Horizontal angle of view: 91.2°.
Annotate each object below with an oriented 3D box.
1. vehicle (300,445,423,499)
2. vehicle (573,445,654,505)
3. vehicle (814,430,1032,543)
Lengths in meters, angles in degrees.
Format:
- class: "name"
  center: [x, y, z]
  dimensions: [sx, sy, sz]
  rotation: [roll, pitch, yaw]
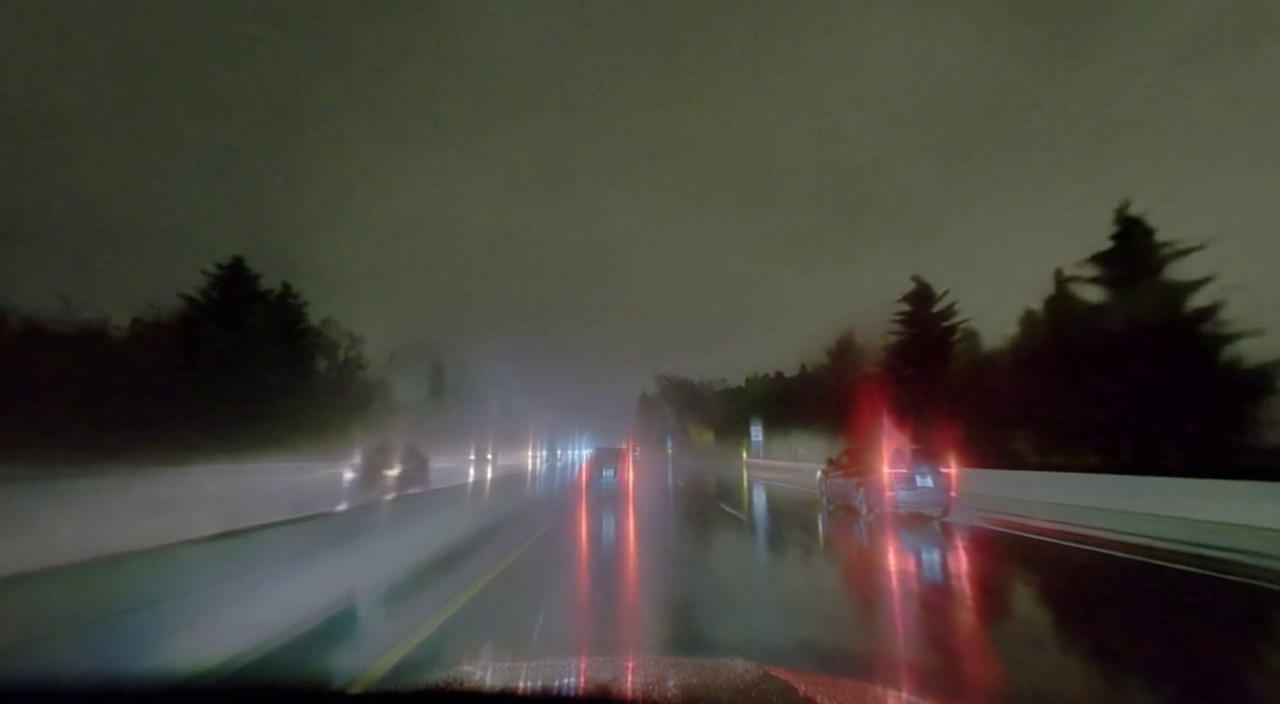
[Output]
- class: "vehicle"
  center: [-8.799, 3.805, 20.317]
  dimensions: [1.899, 1.522, 4.578]
  rotation: [0, -9, -1]
- class: "vehicle"
  center: [-0.689, 3.404, 17.780]
  dimensions: [2.013, 1.479, 4.169]
  rotation: [0, -9, -1]
- class: "vehicle"
  center: [4.511, 2.179, 10.726]
  dimensions: [1.910, 1.554, 3.718]
  rotation: [0, -9, -1]
